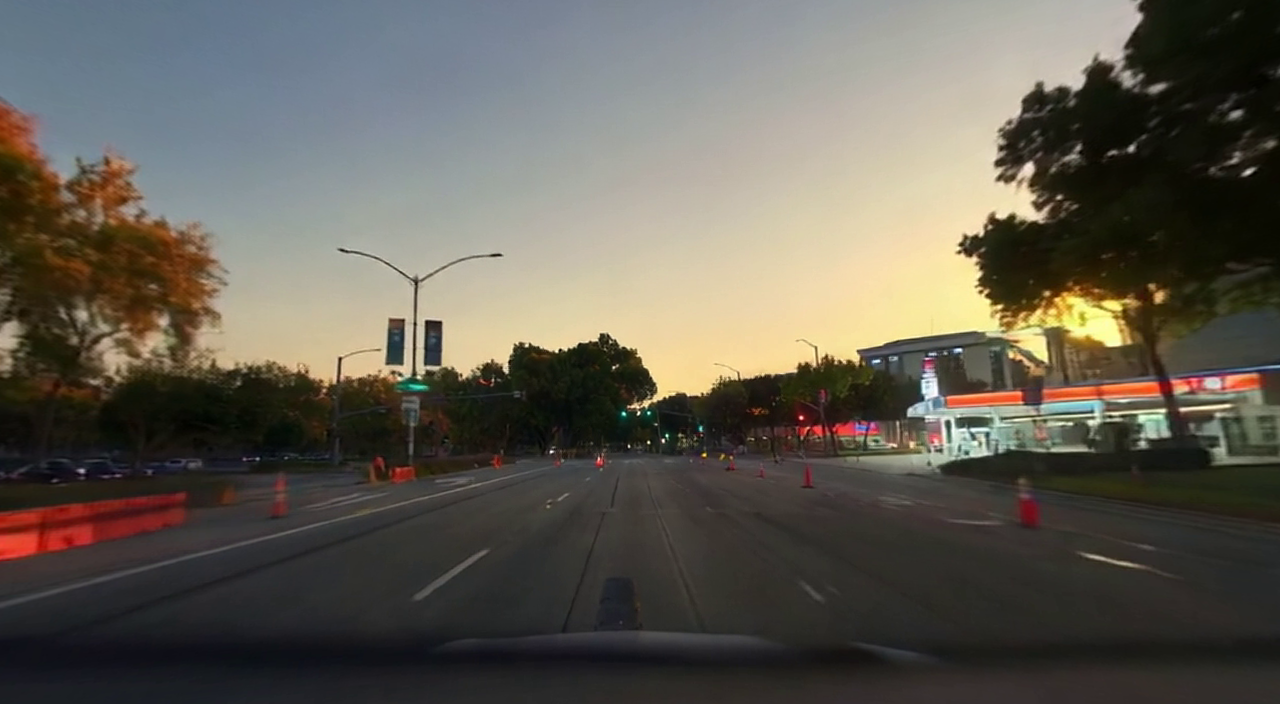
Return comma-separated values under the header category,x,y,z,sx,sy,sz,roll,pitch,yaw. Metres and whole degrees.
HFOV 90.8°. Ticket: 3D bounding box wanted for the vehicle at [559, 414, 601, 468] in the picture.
category,x,y,z,sx,sy,sz,roll,pitch,yaw
vehicle,-4.158,6.149,43.969,2.637,3.576,3.006,-1,-7,-1
